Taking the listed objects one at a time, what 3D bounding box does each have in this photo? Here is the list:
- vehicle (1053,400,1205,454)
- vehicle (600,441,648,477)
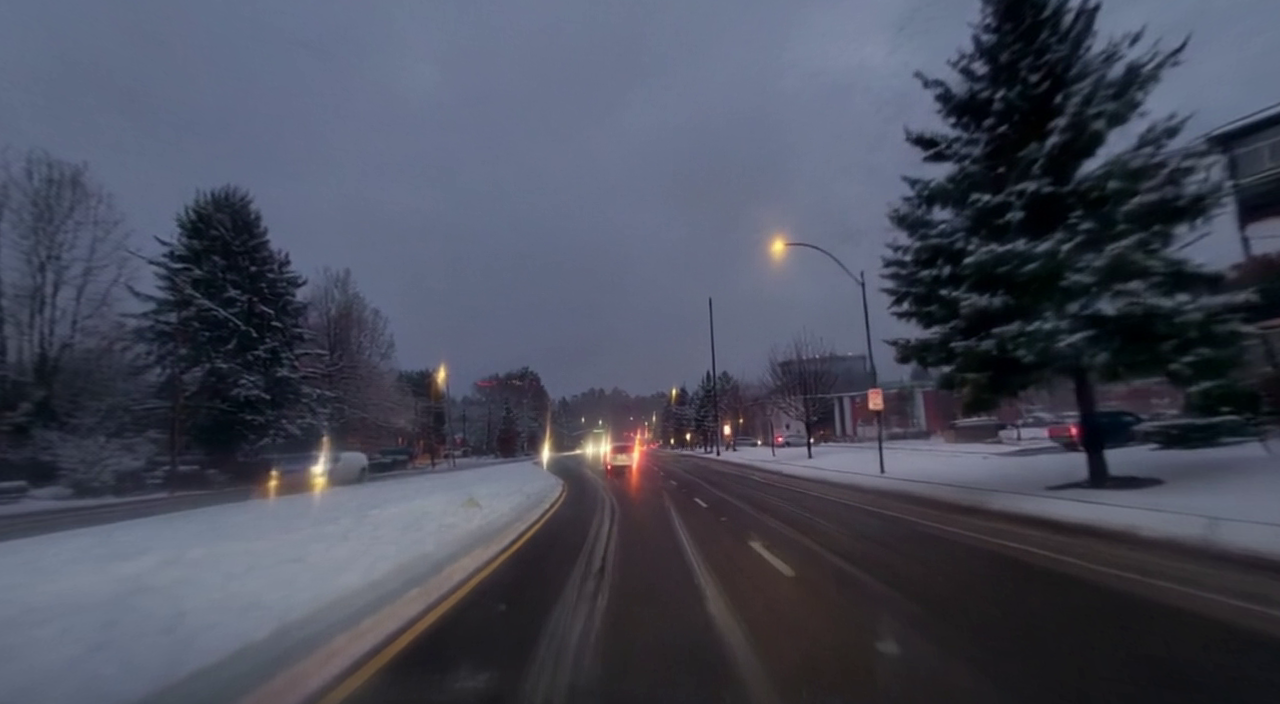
[{"bbox_3d":[16.943,2.603,22.023,3.864,1.527,1.674,-4,-7,-3],"label":"vehicle"},{"bbox_3d":[-0.793,5.208,30.926,2.181,1.639,4.127,0,-9,-2],"label":"vehicle"}]
